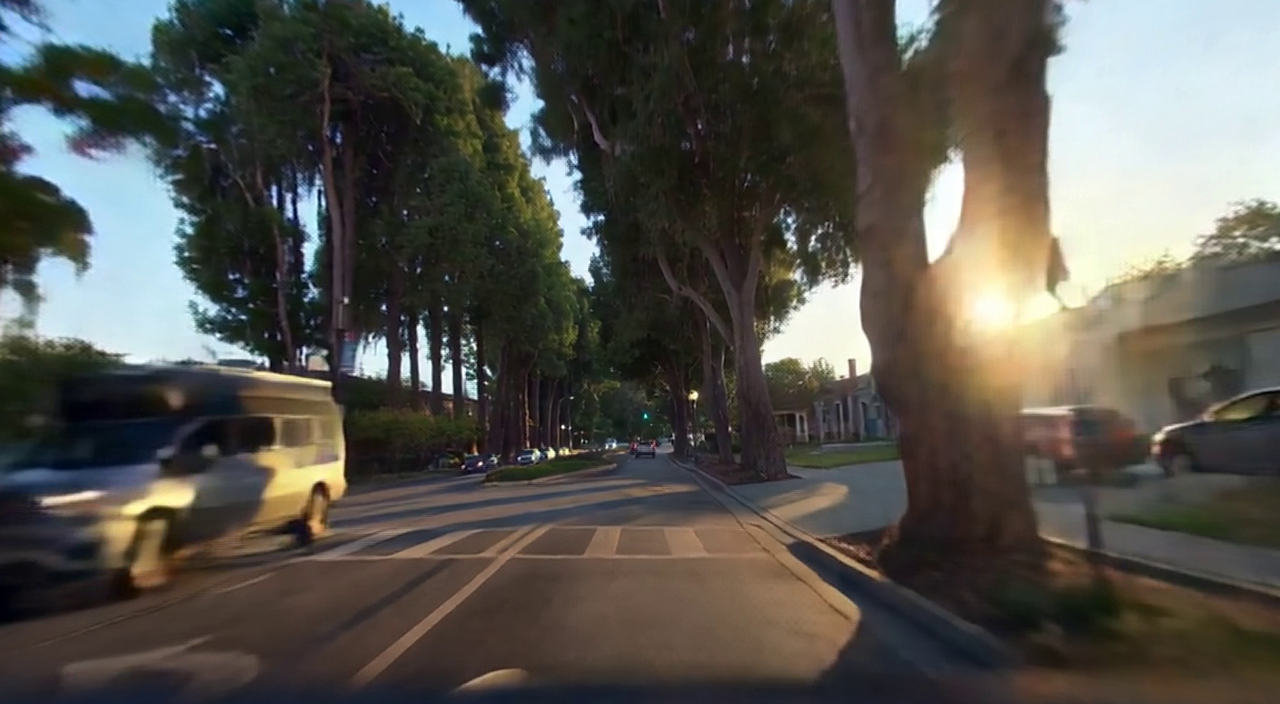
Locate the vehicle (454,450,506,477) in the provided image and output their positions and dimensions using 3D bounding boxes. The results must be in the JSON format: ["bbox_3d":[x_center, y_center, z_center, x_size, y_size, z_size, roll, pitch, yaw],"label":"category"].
[{"bbox_3d":[-9.771,6.808,38.828,1.892,1.484,4.576,0,-8,1],"label":"vehicle"}]

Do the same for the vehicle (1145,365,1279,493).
[{"bbox_3d":[10.941,1.253,10.179,1.967,1.749,4.389,4,-14,2],"label":"vehicle"}]

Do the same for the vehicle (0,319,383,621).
[{"bbox_3d":[-6.052,1.481,8.784,2.303,2.760,5.868,0,-8,1],"label":"vehicle"}]
